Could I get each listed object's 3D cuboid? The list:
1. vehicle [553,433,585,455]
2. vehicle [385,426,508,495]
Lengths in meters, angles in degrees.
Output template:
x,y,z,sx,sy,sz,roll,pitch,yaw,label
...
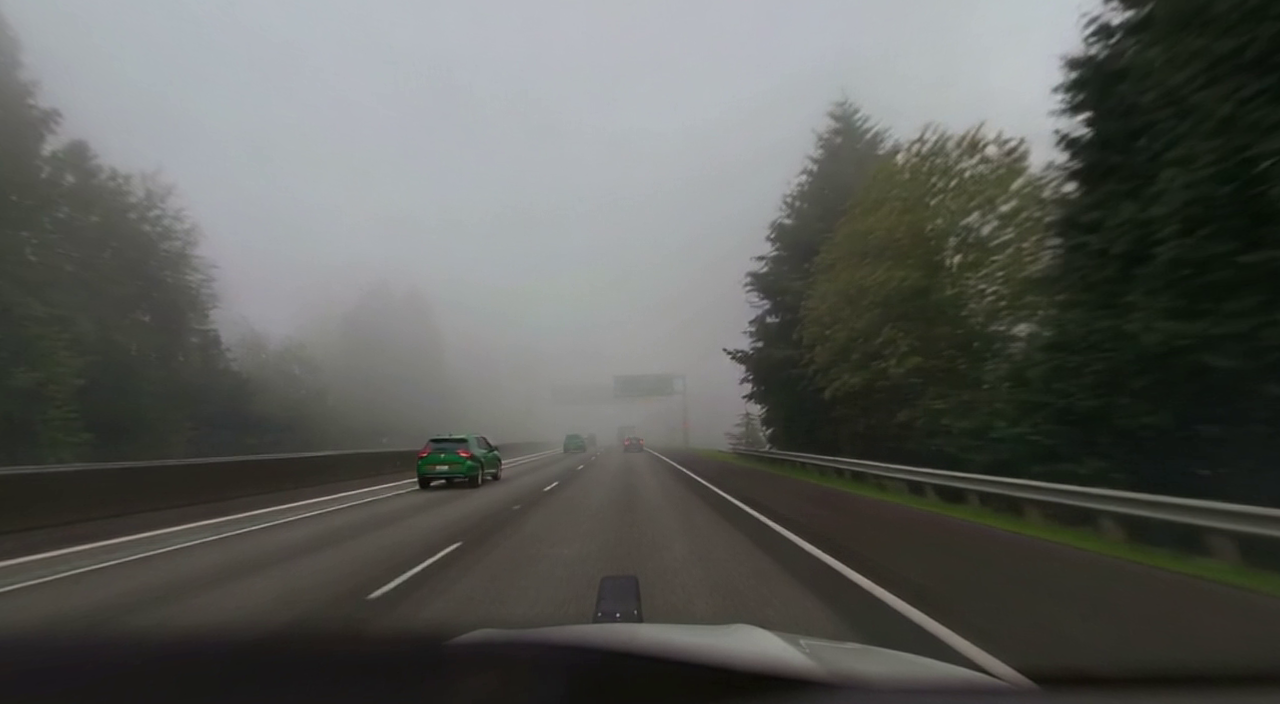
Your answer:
x,y,z,sx,sy,sz,roll,pitch,yaw,label
-5.190,6.764,46.364,1.972,1.537,4.173,0,-8,-1,vehicle
-4.673,2.657,15.809,1.959,1.514,3.668,0,-8,-1,vehicle
